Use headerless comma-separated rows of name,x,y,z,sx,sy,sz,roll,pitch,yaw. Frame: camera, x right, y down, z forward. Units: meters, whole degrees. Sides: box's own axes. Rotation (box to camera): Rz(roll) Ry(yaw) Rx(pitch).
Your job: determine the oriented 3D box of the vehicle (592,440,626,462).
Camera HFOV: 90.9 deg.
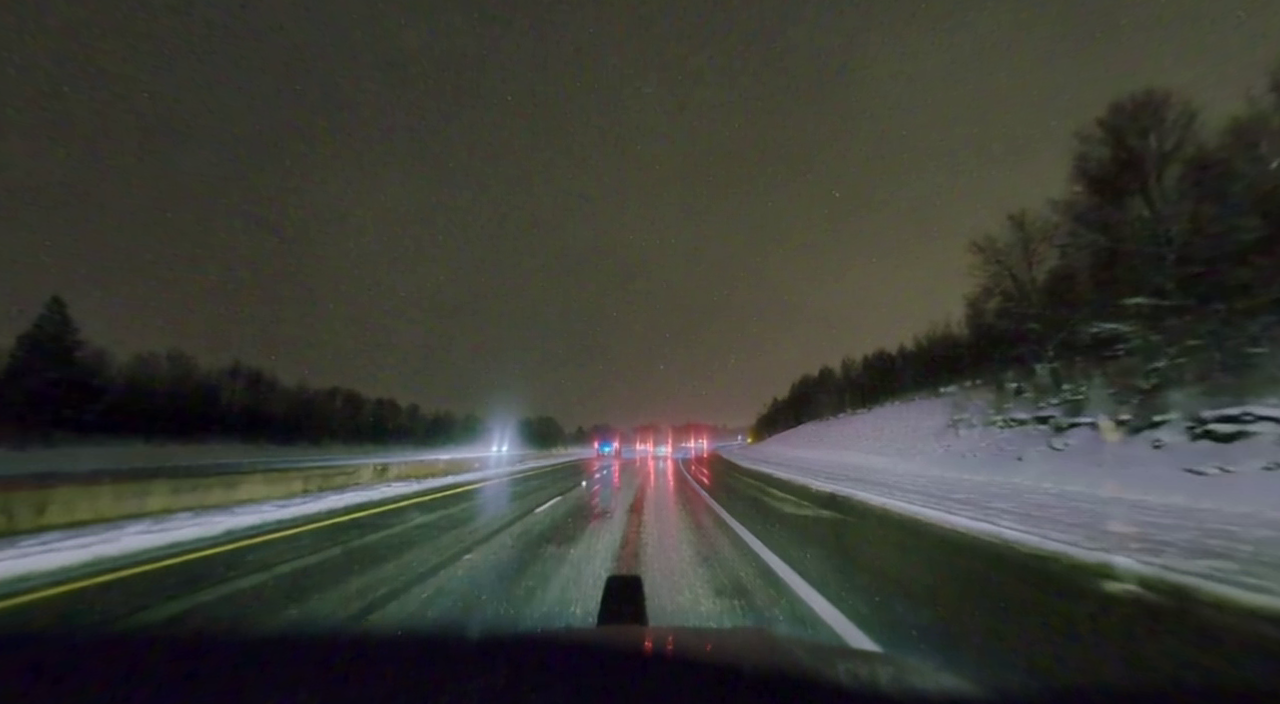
vehicle,-2.227,7.352,46.836,2.040,1.553,4.199,-1,-8,4
